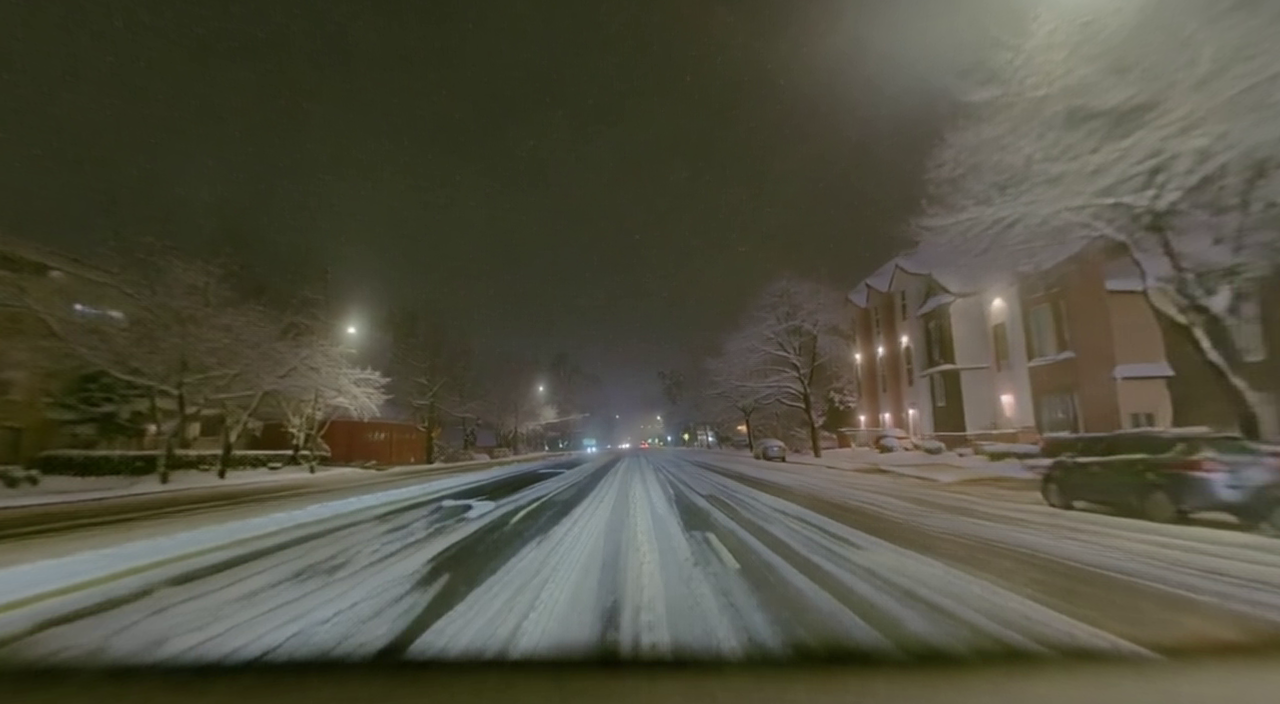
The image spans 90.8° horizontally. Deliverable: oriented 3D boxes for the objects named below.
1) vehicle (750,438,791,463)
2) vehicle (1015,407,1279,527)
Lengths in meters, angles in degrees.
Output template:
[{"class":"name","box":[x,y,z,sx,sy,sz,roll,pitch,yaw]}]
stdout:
[{"class":"vehicle","box":[9.595,7.274,46.686,2.044,1.705,4.668,0,-8,1]},{"class":"vehicle","box":[9.957,2.157,12.349,2.092,1.848,4.879,0,-9,-2]}]
